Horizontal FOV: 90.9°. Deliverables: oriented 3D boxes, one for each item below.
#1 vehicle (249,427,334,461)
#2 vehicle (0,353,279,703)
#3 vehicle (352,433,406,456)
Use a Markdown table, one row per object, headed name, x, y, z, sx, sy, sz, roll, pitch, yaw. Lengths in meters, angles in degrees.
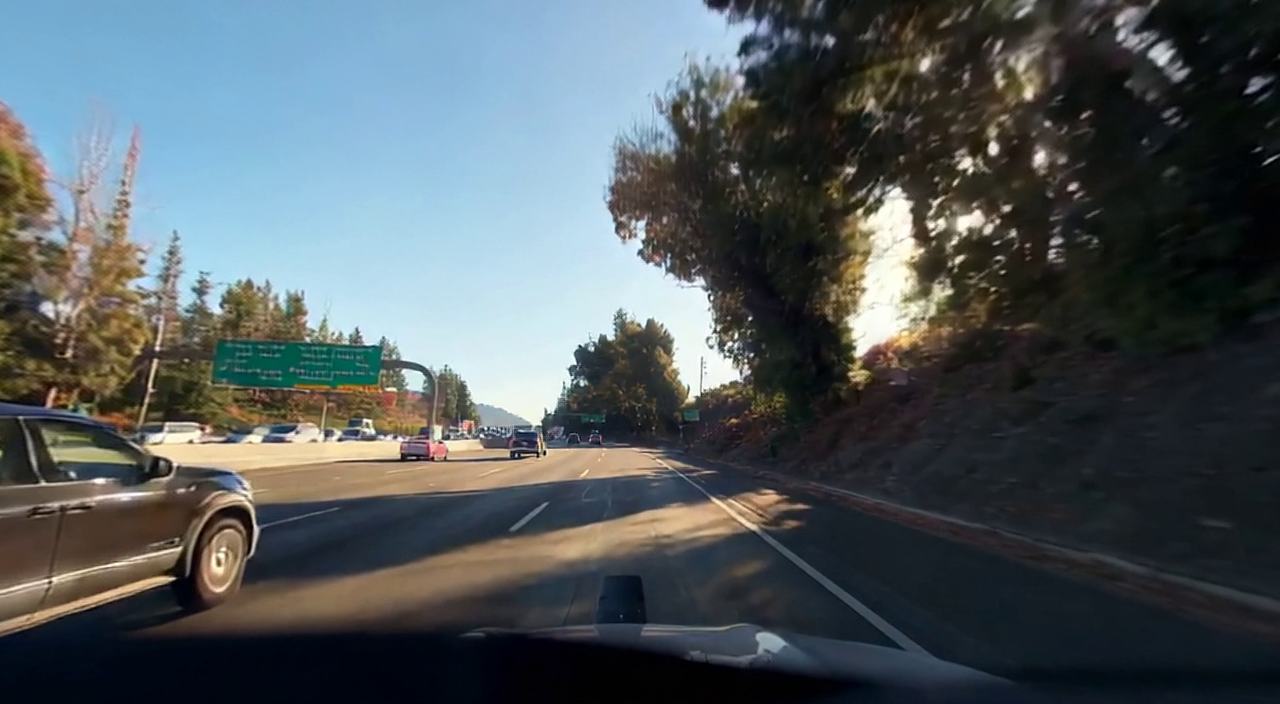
| name | x | y | z | sx | sy | sz | roll | pitch | yaw |
| --- | --- | --- | --- | --- | --- | --- | --- | --- | --- |
| vehicle | -18.054 | 4.805 | 32.941 | 2.027 | 1.647 | 4.378 | 0 | -8 | -1 |
| vehicle | -3.954 | 0.827 | 2.778 | 2.187 | 1.639 | 4.318 | 0 | -8 | -1 |
| vehicle | -18.444 | 6.552 | 44.791 | 1.960 | 1.504 | 4.473 | 0 | -8 | -1 |
